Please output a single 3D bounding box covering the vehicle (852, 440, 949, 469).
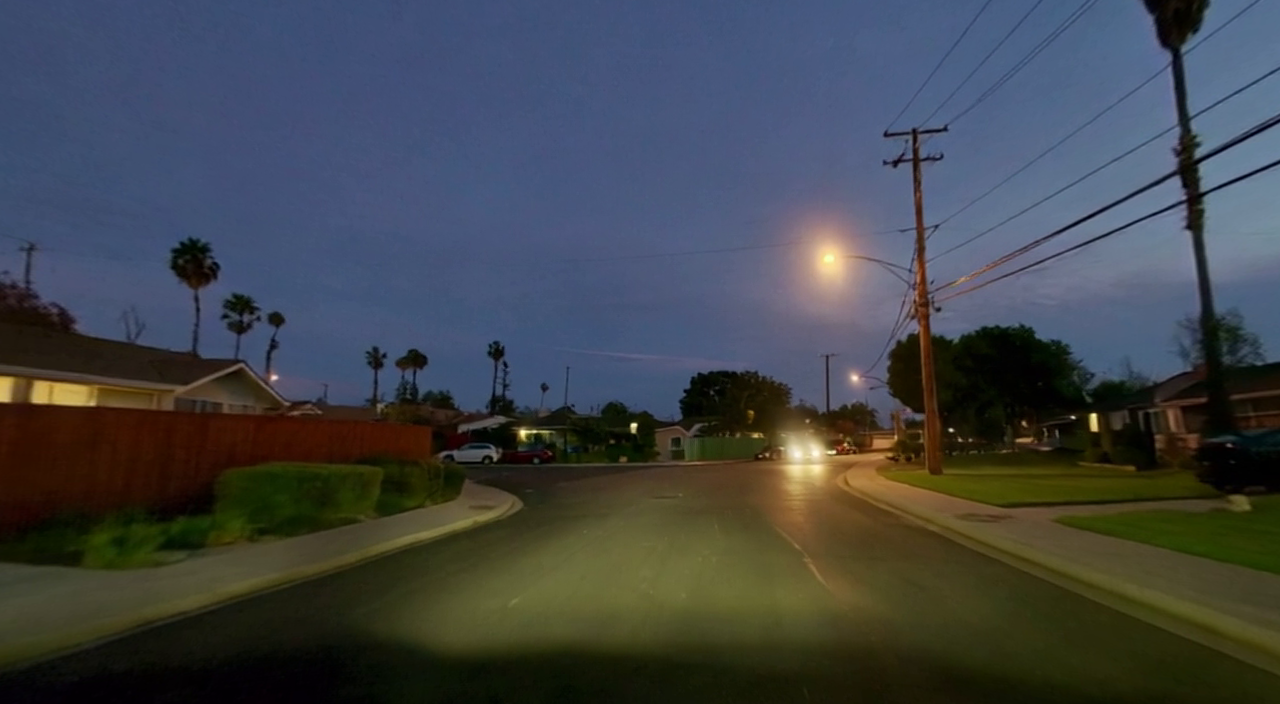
[{"bbox_3d":[13.596,5.399,33.203,4.531,1.447,1.814,-3,-10,19],"label":"vehicle"}]

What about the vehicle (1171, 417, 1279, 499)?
[{"bbox_3d":[13.847,2.079,12.514,4.641,1.498,2.001,-1,-9,6],"label":"vehicle"}]

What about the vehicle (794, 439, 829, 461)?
[{"bbox_3d":[13.425,7.658,49.249,1.955,1.632,3.688,-4,-10,25],"label":"vehicle"}]
